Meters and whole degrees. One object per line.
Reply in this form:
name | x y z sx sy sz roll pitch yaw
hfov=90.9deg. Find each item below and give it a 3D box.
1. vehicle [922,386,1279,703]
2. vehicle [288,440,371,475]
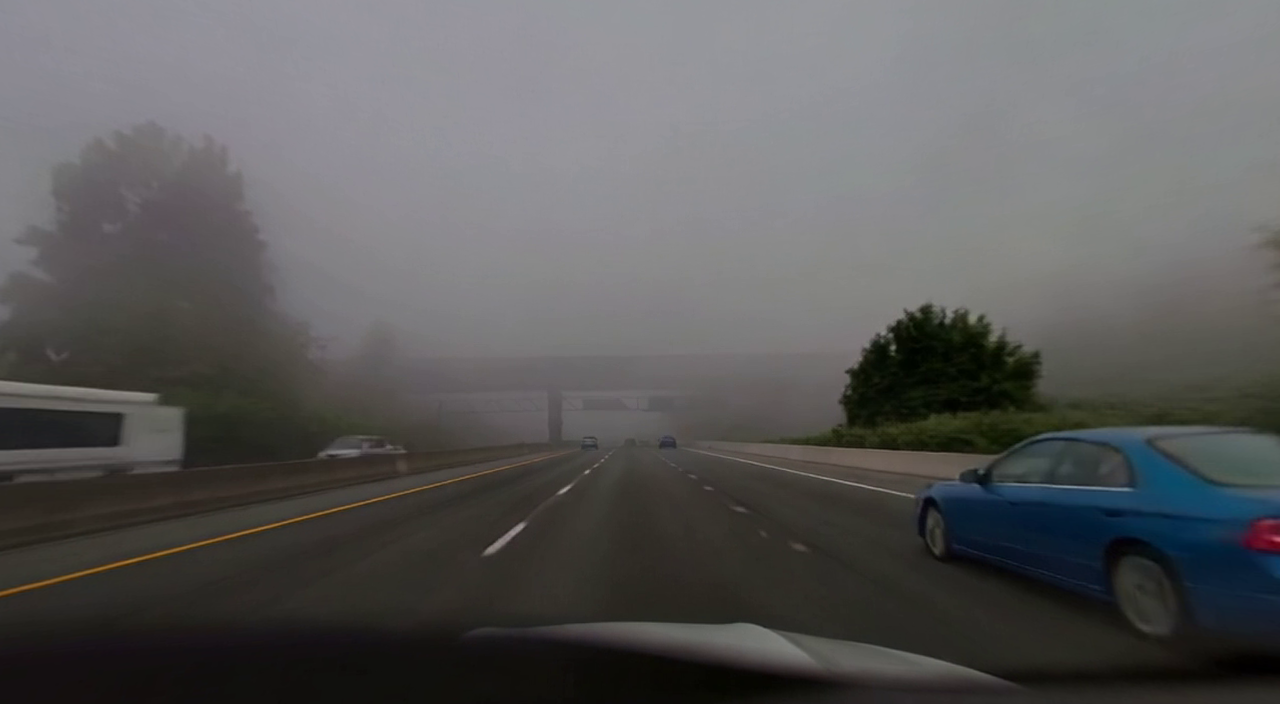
vehicle | 3.978 1.110 4.243 2.031 1.531 4.365 0 -8 -2
vehicle | -16.709 5.674 34.272 1.934 1.737 5.320 0 -8 -1
